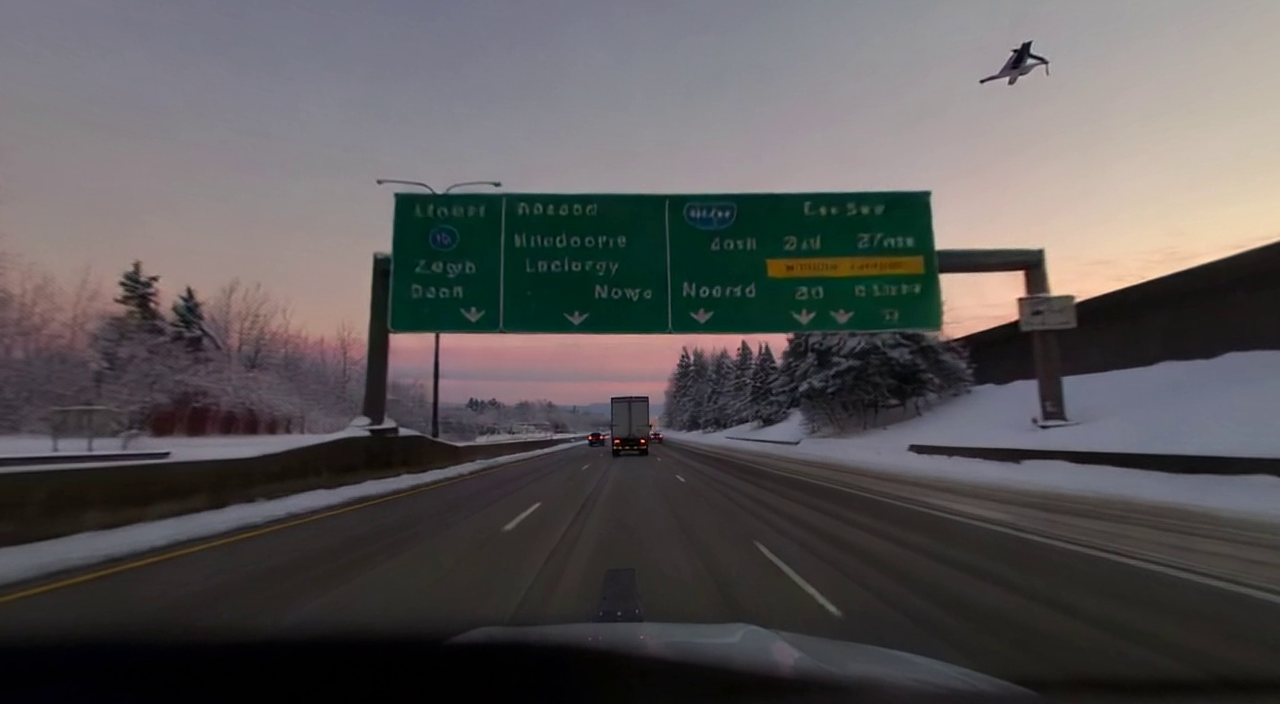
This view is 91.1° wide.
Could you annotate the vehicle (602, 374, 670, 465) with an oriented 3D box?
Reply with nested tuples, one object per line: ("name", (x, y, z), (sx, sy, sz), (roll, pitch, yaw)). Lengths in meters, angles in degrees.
("vehicle", (-0.301, 4.056, 35.923), (2.965, 3.972, 16.689), (0, -8, -1))

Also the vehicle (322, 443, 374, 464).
("vehicle", (-22.477, 7.797, 48.525), (1.893, 1.500, 4.445), (0, -8, 0))
